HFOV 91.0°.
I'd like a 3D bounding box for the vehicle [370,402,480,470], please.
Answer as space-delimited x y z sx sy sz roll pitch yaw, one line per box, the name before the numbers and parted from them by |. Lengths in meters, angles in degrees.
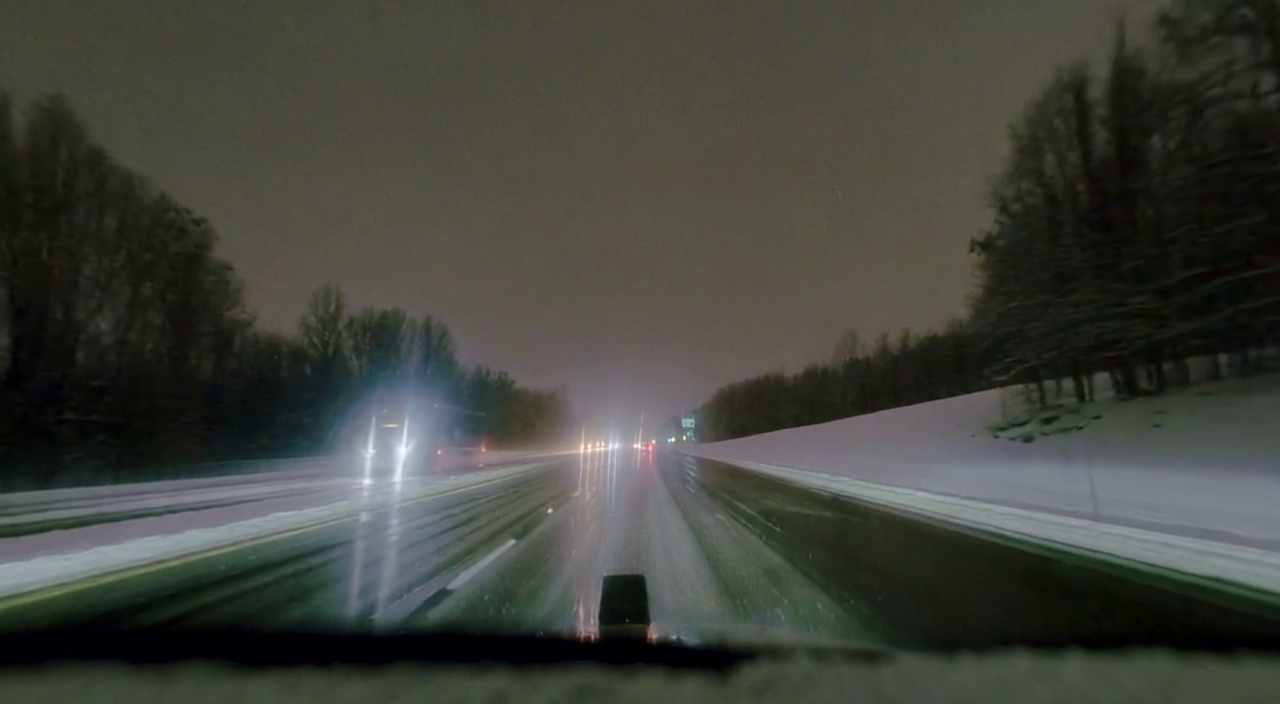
vehicle | -14.851 6.122 45.360 2.953 4.112 14.059 0 -8 0
